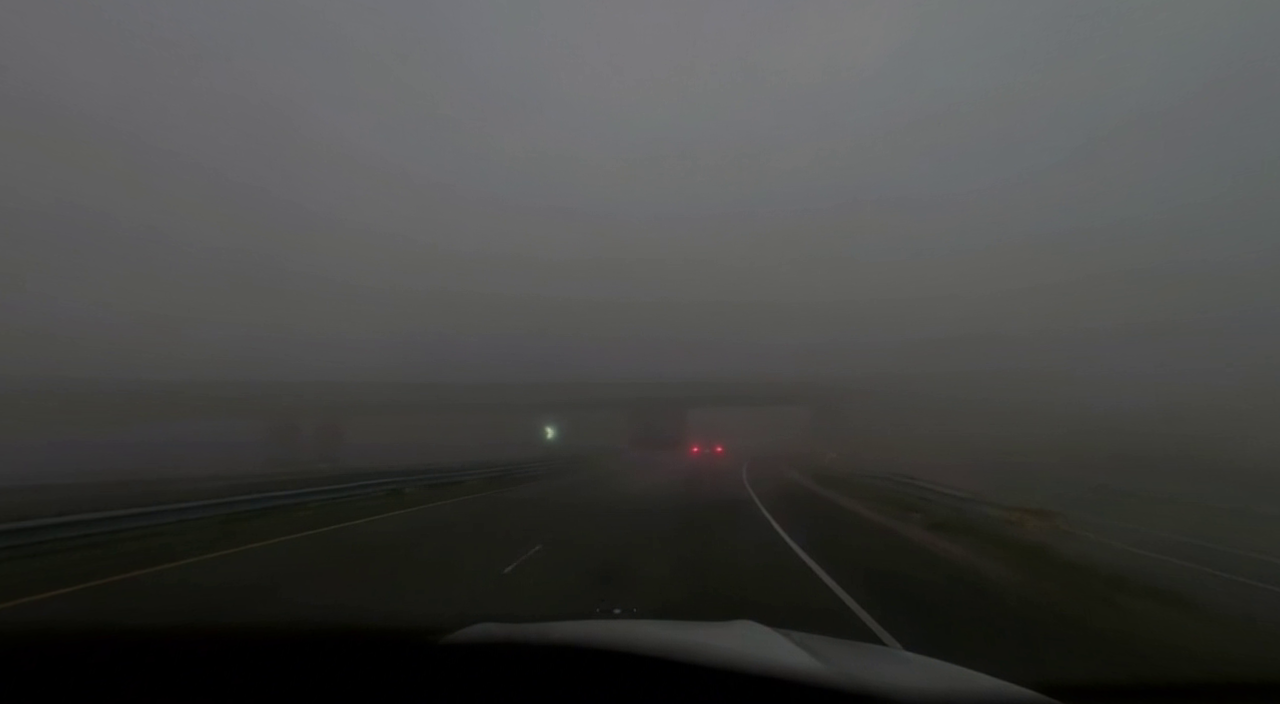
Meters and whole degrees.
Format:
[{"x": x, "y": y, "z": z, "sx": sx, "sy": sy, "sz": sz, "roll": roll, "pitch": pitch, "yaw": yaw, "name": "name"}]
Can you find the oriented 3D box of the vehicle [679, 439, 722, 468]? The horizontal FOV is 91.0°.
[{"x": 3.328, "y": 5.431, "z": 33.940, "sx": 2.028, "sy": 1.440, "sz": 3.970, "roll": -2, "pitch": -8, "yaw": 9, "name": "vehicle"}]
